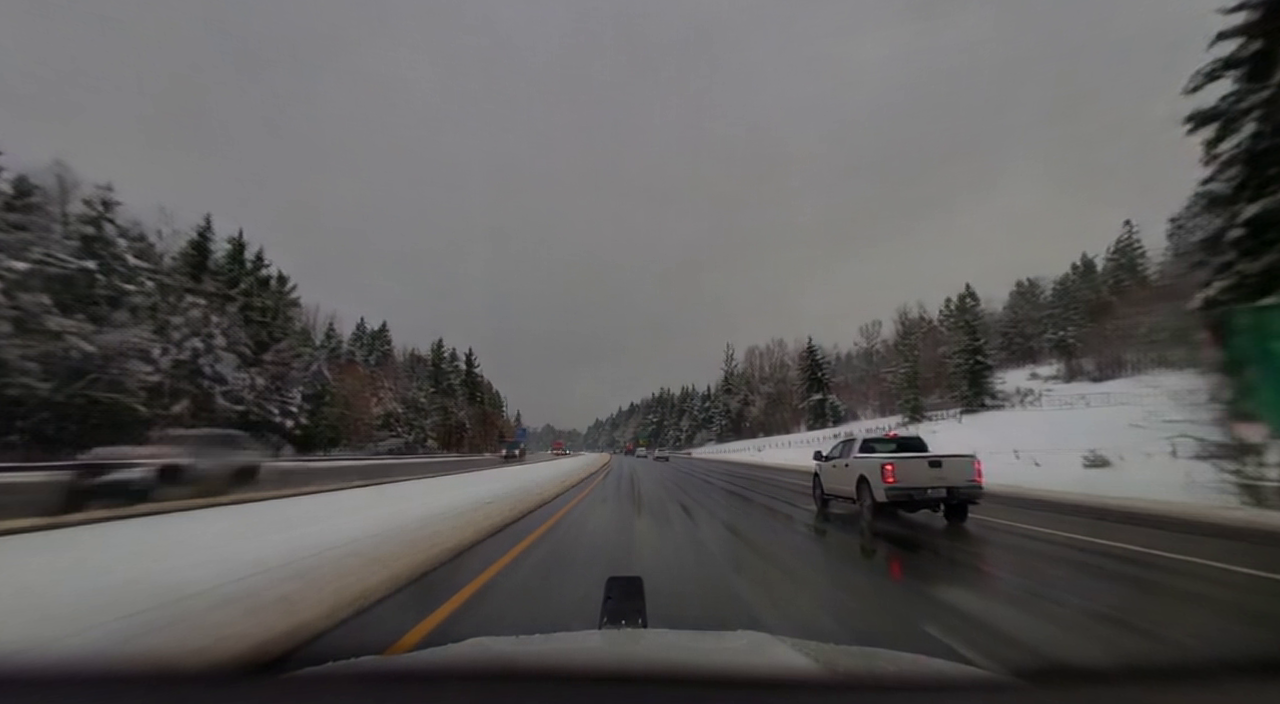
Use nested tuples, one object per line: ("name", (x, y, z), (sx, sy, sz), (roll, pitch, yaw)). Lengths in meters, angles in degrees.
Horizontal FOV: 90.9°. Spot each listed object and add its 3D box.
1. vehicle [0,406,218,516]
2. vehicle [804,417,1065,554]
("vehicle", (-9.105, 1.698, 9.990), (1.852, 1.394, 4.228), (0, -9, 0))
("vehicle", (4.212, 1.988, 10.037), (1.933, 1.663, 4.440), (0, -9, -1))
